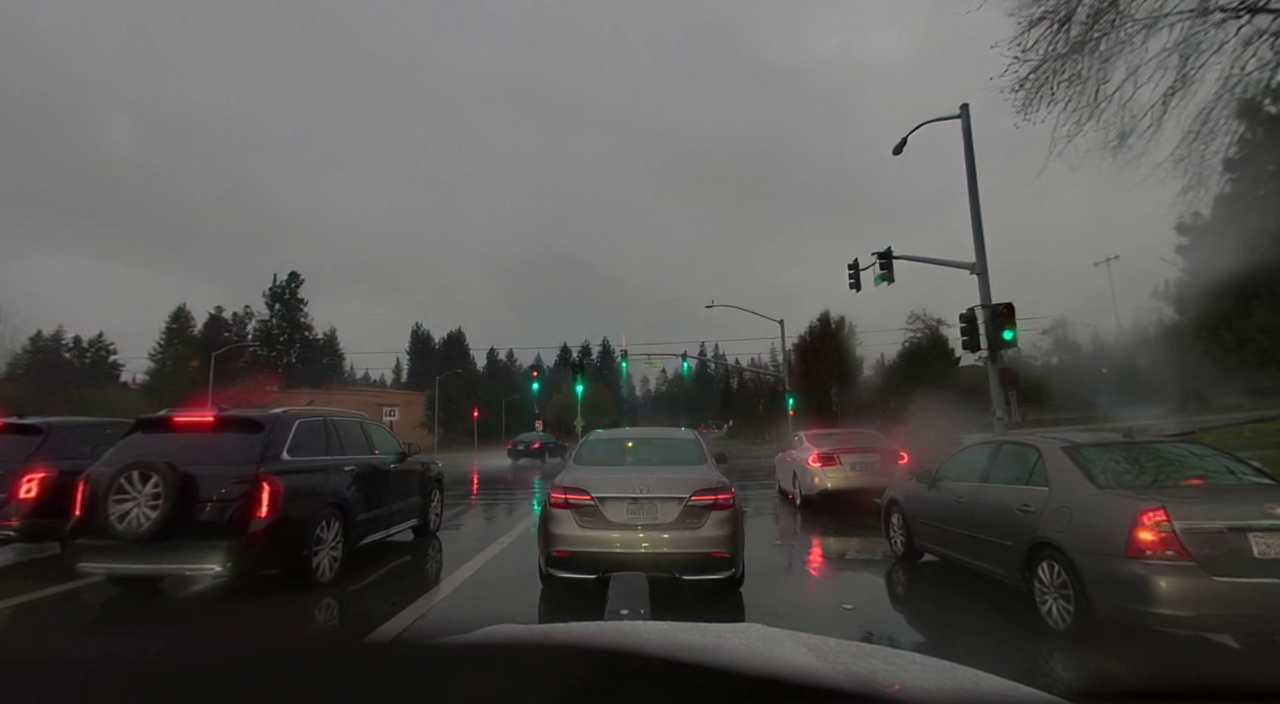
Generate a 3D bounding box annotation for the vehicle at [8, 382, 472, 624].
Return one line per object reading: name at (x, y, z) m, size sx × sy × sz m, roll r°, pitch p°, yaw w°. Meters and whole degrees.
vehicle at (-3.550, 1.421, 6.862) m, size 2.014 × 1.755 × 4.360 m, roll 0°, pitch -8°, yaw 3°

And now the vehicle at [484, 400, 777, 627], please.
vehicle at (-0.044, 1.401, 6.304) m, size 2.047 × 1.579 × 3.642 m, roll 0°, pitch -8°, yaw 1°

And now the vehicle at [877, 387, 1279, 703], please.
vehicle at (3.585, 1.201, 4.598) m, size 2.010 × 1.486 × 4.498 m, roll 0°, pitch -8°, yaw 1°
